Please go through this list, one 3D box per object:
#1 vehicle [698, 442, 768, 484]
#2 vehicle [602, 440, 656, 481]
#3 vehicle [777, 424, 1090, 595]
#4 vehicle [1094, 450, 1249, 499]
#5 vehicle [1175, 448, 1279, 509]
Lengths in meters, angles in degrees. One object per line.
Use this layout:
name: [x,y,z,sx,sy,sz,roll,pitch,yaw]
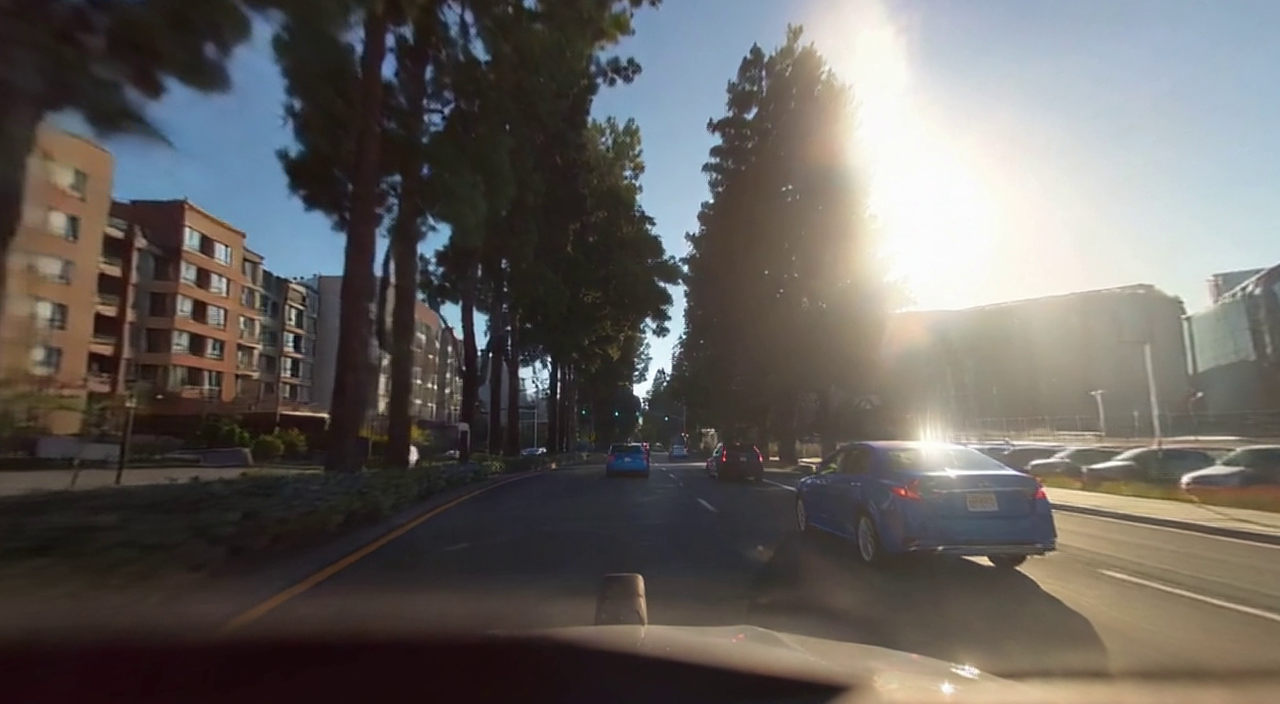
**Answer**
vehicle: [3.415,4.158,23.996,1.908,1.453,4.230,0,-9,-1]
vehicle: [-0.415,4.246,24.993,1.994,1.479,3.647,0,-8,-1]
vehicle: [3.050,1.696,7.619,1.852,1.498,3.825,0,-9,-1]
vehicle: [17.293,3.922,20.554,4.357,1.411,2.067,4,-9,-25]
vehicle: [17.407,3.454,17.683,4.423,1.497,1.965,4,-10,-26]
